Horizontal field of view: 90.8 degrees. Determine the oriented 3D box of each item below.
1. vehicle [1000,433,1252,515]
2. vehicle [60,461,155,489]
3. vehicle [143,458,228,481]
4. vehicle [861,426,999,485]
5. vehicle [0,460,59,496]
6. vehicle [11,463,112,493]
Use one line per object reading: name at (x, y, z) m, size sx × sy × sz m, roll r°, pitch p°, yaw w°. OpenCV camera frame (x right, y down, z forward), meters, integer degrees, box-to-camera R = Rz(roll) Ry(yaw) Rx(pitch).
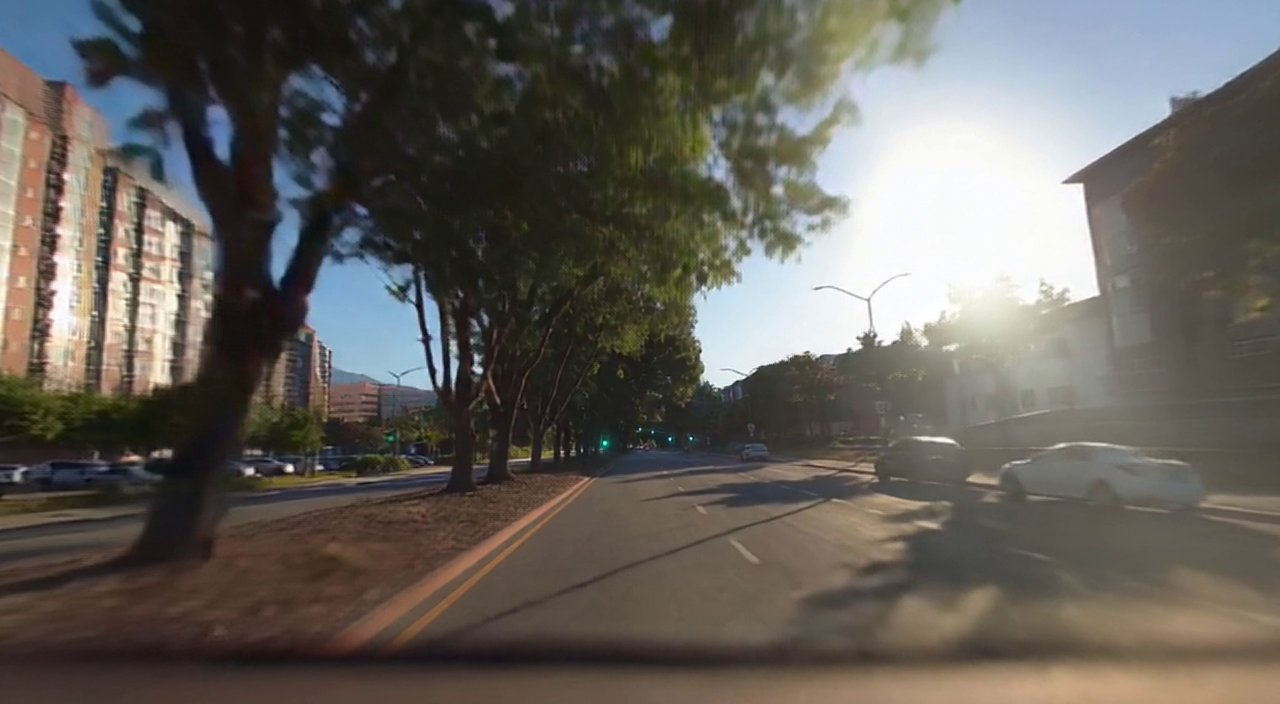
vehicle at (10.147, 2.550, 13.785) m, size 1.964 × 1.477 × 4.459 m, roll 0°, pitch -8°, yaw 0°
vehicle at (-31.507, 7.271, 37.445) m, size 3.899 × 1.490 × 1.970 m, roll -1°, pitch -8°, yaw 4°
vehicle at (-30.826, 7.960, 42.917) m, size 4.289 × 1.480 × 1.890 m, roll 0°, pitch -8°, yaw 1°
vehicle at (9.928, 3.593, 22.207) m, size 2.272 × 1.843 × 4.913 m, roll 0°, pitch -8°, yaw -3°
vehicle at (-32.268, 6.327, 31.980) m, size 3.953 × 1.672 × 1.984 m, roll -1°, pitch -9°, yaw 9°
vehicle at (-31.617, 6.879, 34.591) m, size 3.717 × 1.490 × 1.956 m, roll -1°, pitch -8°, yaw 5°
